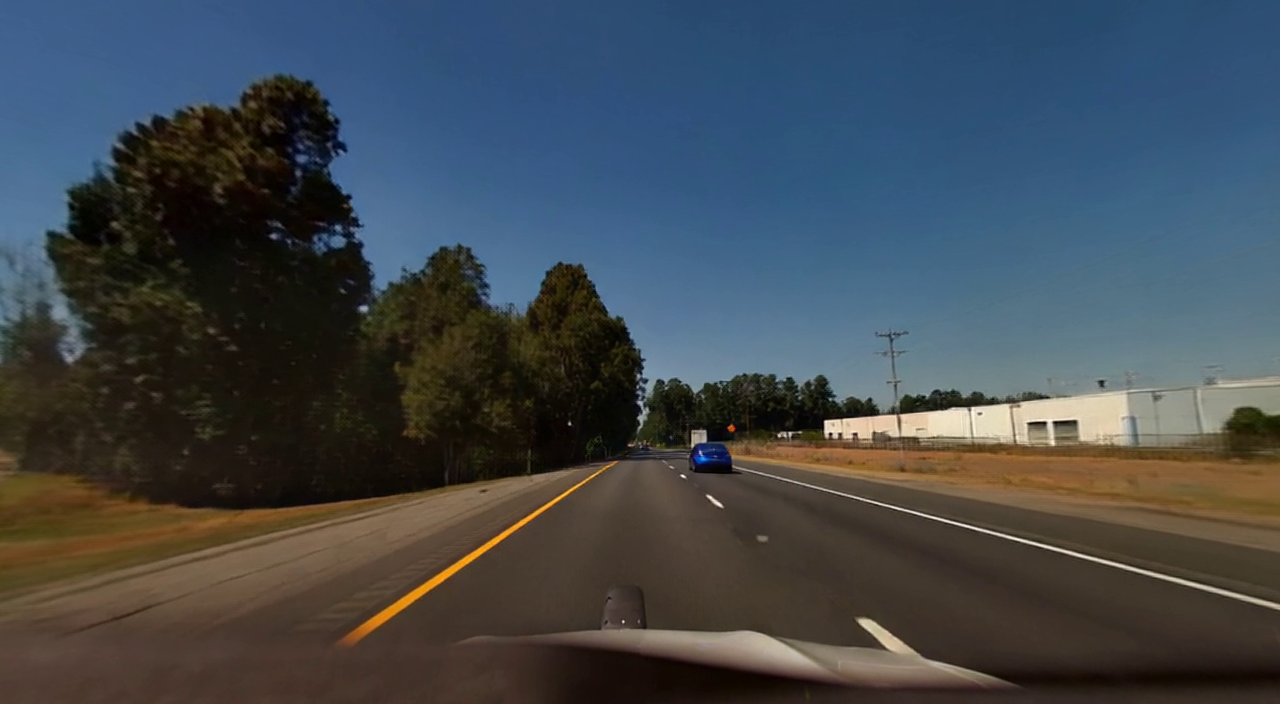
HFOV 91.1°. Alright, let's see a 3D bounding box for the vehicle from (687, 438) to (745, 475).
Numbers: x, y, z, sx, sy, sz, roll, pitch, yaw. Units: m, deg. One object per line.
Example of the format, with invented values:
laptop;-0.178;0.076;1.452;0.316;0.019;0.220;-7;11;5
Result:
vehicle;3.393;4.763;28.800;2.079;1.531;3.997;0;-8;-1
